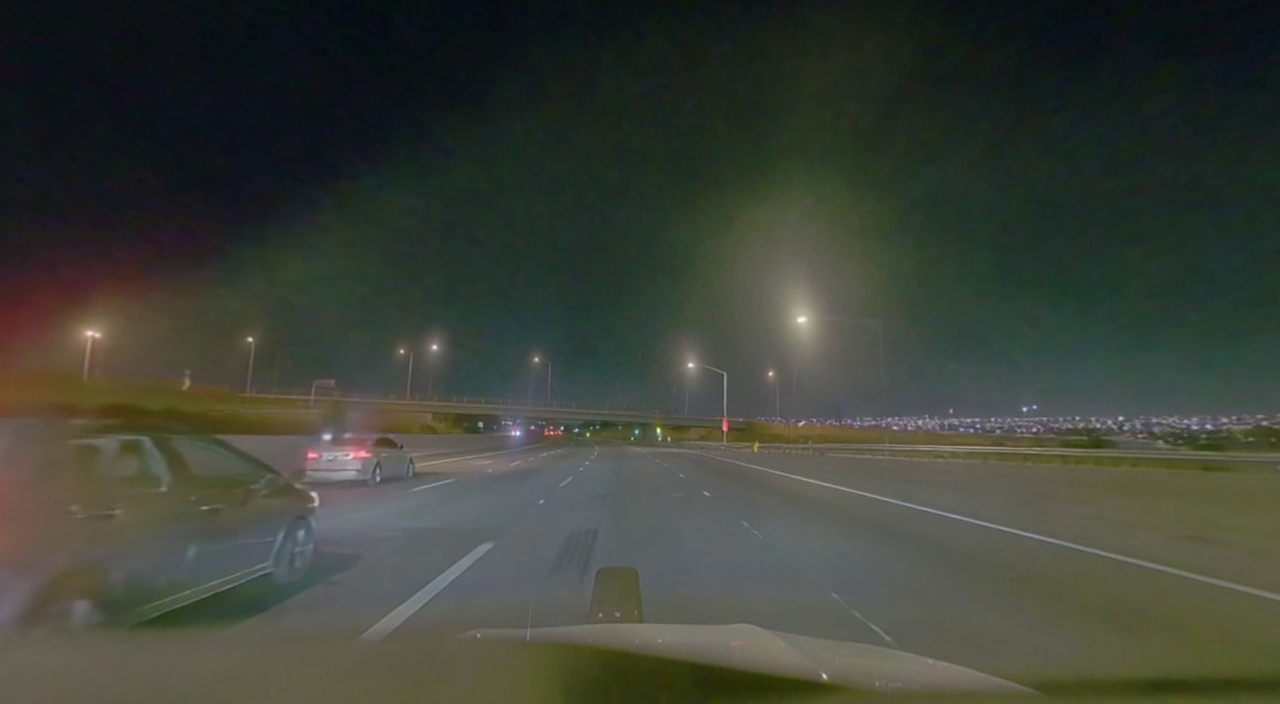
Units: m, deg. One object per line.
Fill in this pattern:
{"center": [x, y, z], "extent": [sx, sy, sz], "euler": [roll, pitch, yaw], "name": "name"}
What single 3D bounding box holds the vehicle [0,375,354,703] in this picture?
{"center": [-3.977, 1.062, 3.940], "extent": [2.123, 1.601, 4.887], "euler": [0, -8, -1], "name": "vehicle"}
